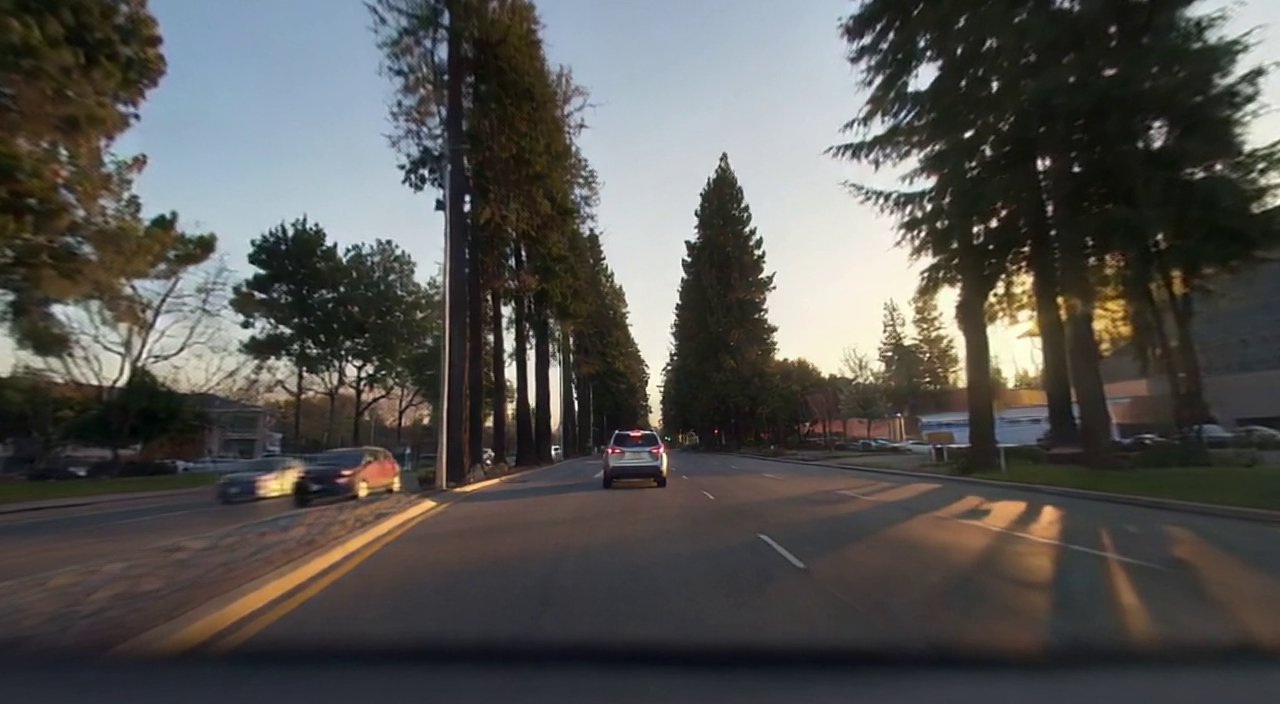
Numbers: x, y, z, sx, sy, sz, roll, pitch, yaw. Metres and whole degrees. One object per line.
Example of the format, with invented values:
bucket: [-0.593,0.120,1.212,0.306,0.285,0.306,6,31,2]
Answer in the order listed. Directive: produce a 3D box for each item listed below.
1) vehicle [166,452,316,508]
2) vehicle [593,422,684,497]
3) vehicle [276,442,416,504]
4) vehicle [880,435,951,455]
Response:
vehicle: [-12.395,3.962,20.054,1.866,1.491,4.495,0,-8,-1]
vehicle: [-0.213,3.105,18.651,2.300,1.870,4.936,0,-8,-4]
vehicle: [-8.643,3.562,19.091,2.120,1.628,4.331,0,-8,0]
vehicle: [20.603,6.963,47.401,4.339,1.456,2.030,0,-8,-3]
